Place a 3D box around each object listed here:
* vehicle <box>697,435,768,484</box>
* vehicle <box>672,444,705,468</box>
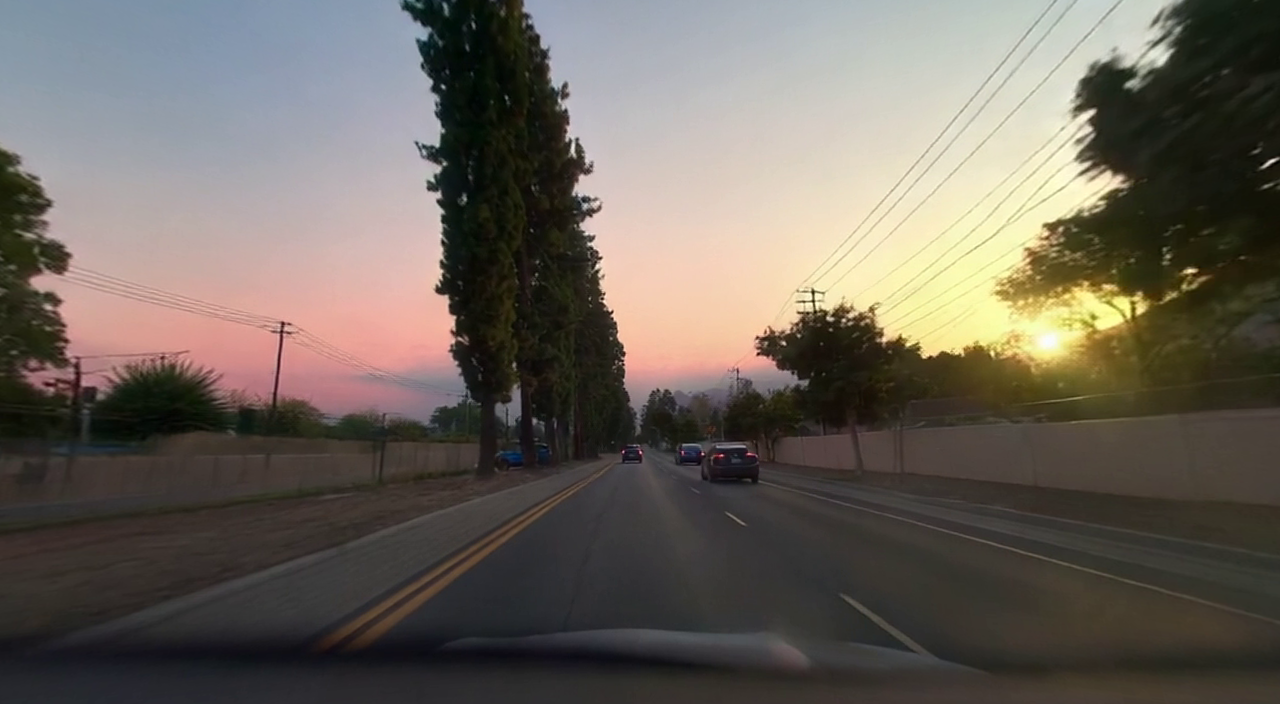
[{"bbox_3d":[3.703,4.431,26.267,2.112,1.825,4.574,0,-8,-2],"label":"vehicle"},{"bbox_3d":[3.451,7.482,45.528,2.012,1.653,4.115,0,-8,-1],"label":"vehicle"}]
